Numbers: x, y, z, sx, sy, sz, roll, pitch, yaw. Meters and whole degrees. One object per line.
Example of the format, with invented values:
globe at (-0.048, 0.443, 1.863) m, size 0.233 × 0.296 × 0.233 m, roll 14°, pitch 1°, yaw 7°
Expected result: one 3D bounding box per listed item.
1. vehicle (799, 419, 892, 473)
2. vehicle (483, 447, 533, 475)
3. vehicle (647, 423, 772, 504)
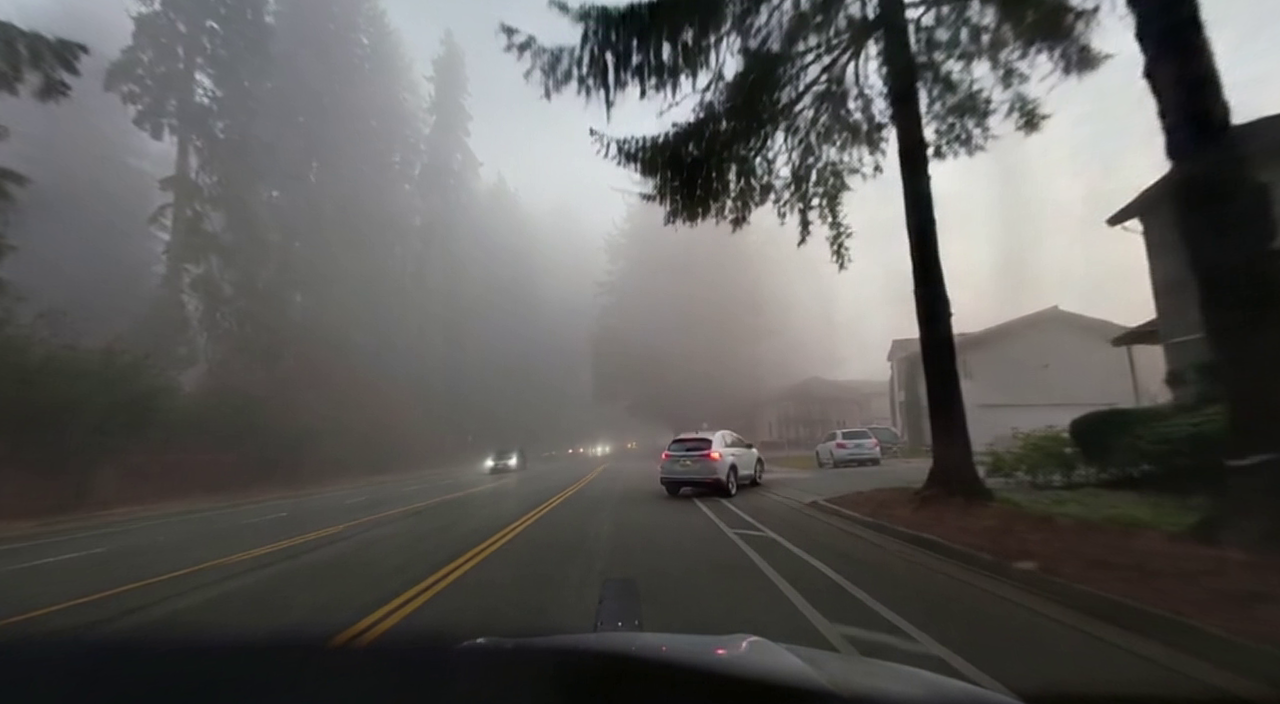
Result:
vehicle at (8.308, 3.915, 26.038) m, size 2.007 × 1.803 × 4.835 m, roll -5°, pitch -9°, yaw -1°
vehicle at (-7.467, 6.181, 36.054) m, size 1.894 × 1.476 × 4.429 m, roll 0°, pitch -8°, yaw 1°
vehicle at (2.080, 2.975, 17.303) m, size 2.268 × 1.862 × 4.724 m, roll -3°, pitch -9°, yaw 21°
